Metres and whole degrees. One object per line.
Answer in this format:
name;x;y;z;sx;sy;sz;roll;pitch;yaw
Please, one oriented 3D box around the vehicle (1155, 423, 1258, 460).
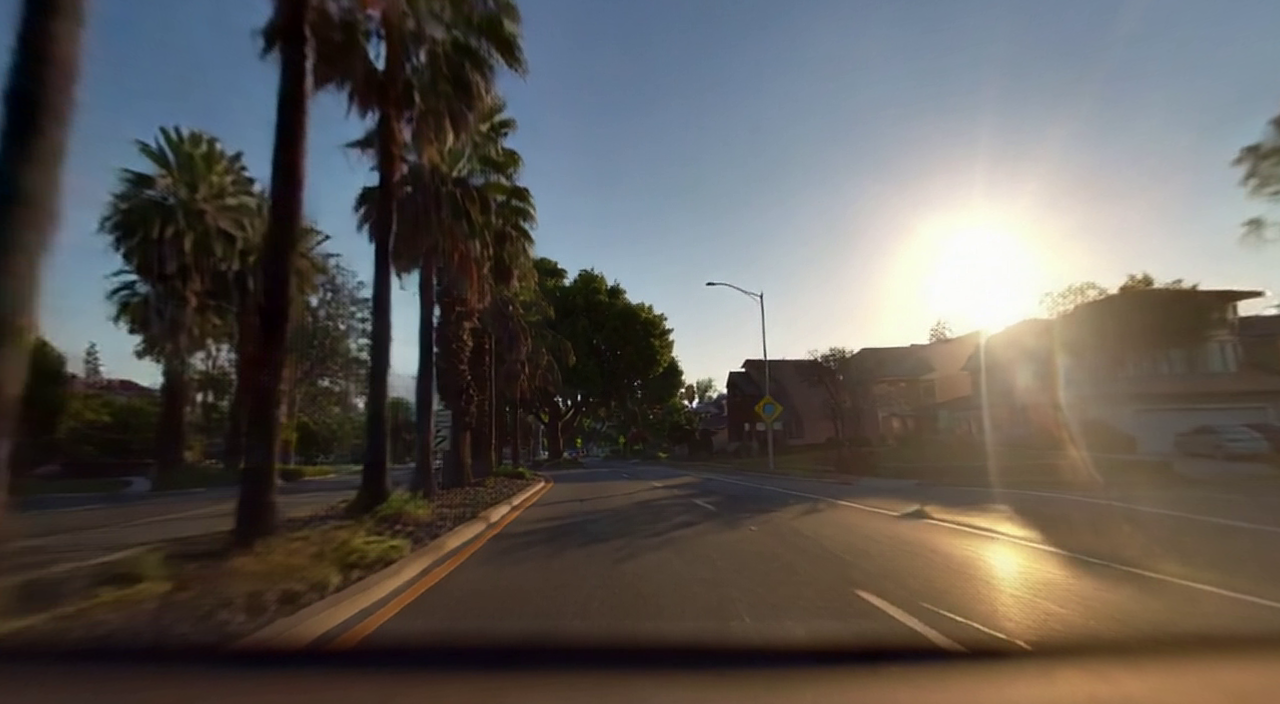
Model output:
vehicle;25.408;4.027;28.456;1.702;1.536;3.896;-1;-8;14
